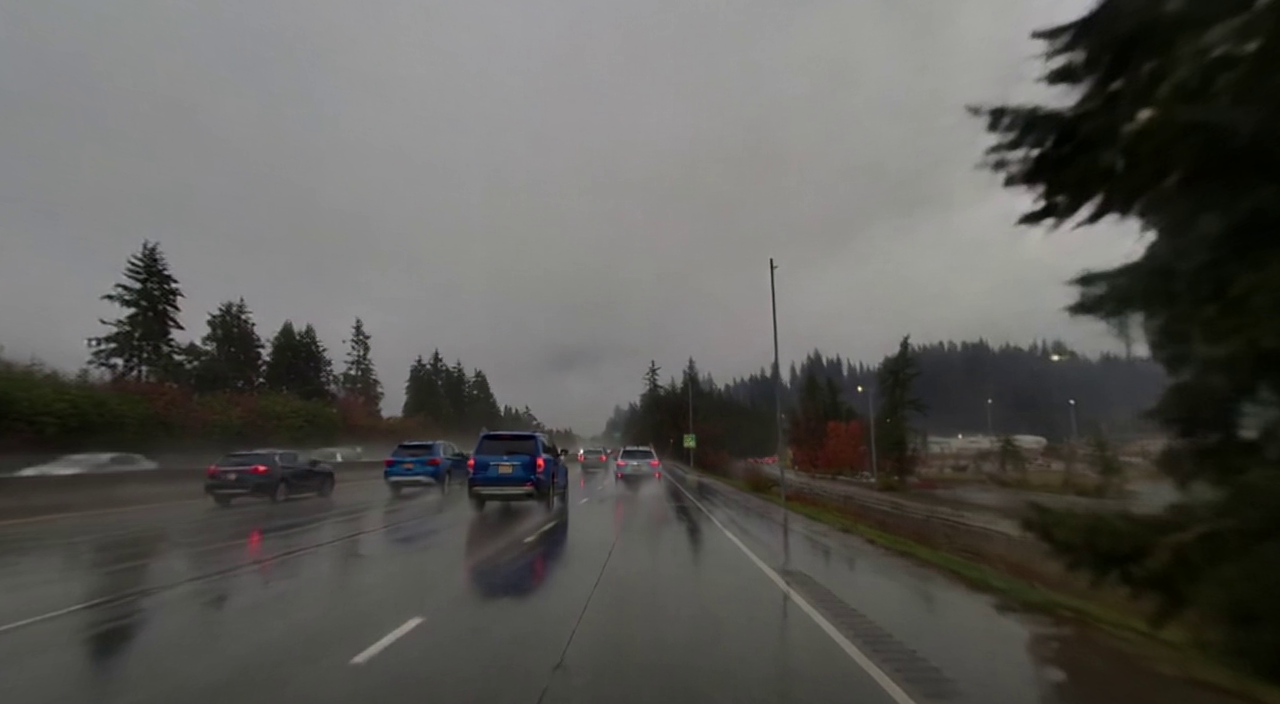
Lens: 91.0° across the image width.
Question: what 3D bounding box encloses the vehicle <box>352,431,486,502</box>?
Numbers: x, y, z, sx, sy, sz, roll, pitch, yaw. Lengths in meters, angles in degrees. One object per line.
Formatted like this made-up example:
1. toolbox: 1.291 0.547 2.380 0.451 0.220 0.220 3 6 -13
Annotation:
1. vehicle: -6.350 3.352 18.813 2.162 1.823 4.566 0 -9 2

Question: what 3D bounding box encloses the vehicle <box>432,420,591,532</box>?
1. vehicle: -2.264 2.347 12.413 2.123 1.798 4.108 0 -9 2

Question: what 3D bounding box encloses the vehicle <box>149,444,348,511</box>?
1. vehicle: -9.872 3.172 16.457 2.126 1.480 4.589 0 -9 2

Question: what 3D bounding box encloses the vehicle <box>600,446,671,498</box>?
1. vehicle: -0.112 3.797 20.370 2.068 1.488 4.045 0 -9 1
